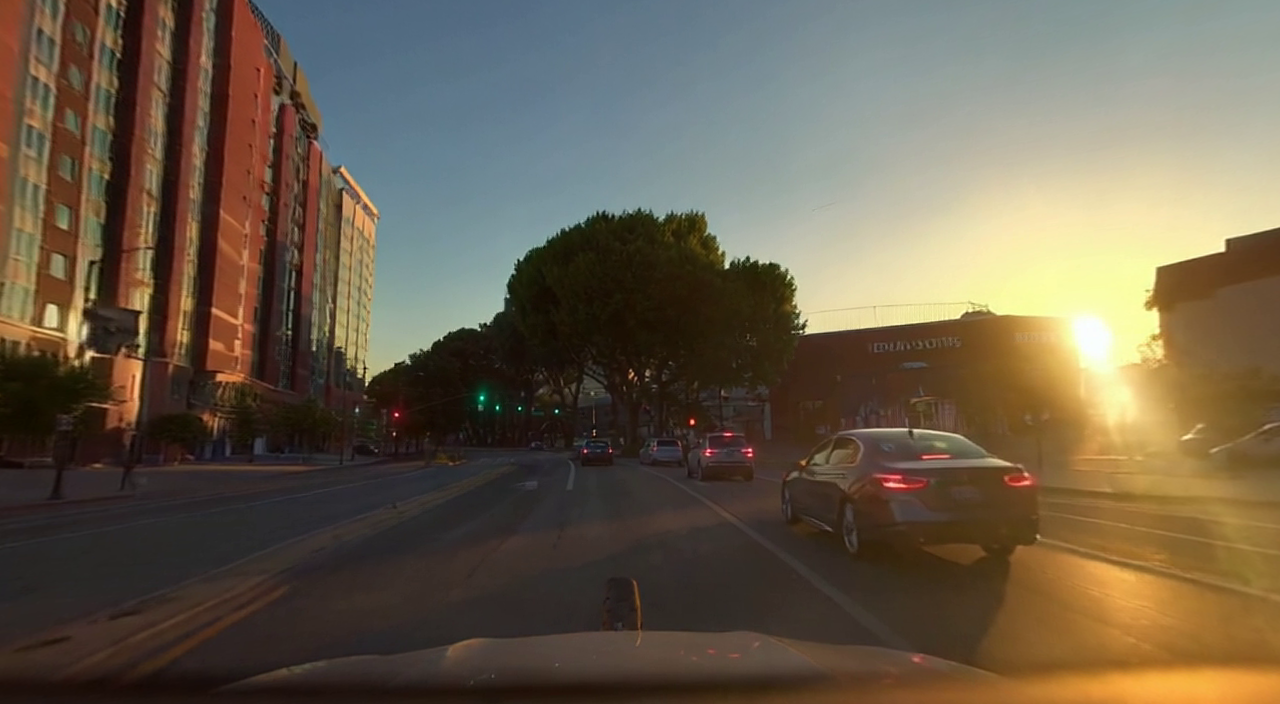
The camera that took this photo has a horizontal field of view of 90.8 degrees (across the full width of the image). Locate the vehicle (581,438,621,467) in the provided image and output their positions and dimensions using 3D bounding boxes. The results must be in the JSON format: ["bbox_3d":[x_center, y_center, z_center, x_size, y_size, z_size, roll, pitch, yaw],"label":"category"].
[{"bbox_3d":[-2.228,5.593,35.175,2.068,1.512,3.987,1,-9,-6],"label":"vehicle"}]

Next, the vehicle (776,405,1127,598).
[{"bbox_3d":[3.129,1.553,7.488,1.966,1.596,3.980,-1,-8,-2],"label":"vehicle"}]

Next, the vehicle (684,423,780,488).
[{"bbox_3d":[2.693,3.182,19.641,2.046,1.768,4.370,1,-9,-4],"label":"vehicle"}]

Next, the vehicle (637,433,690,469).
[{"bbox_3d":[1.206,5.364,34.490,2.216,1.750,4.520,0,-8,-6],"label":"vehicle"}]
